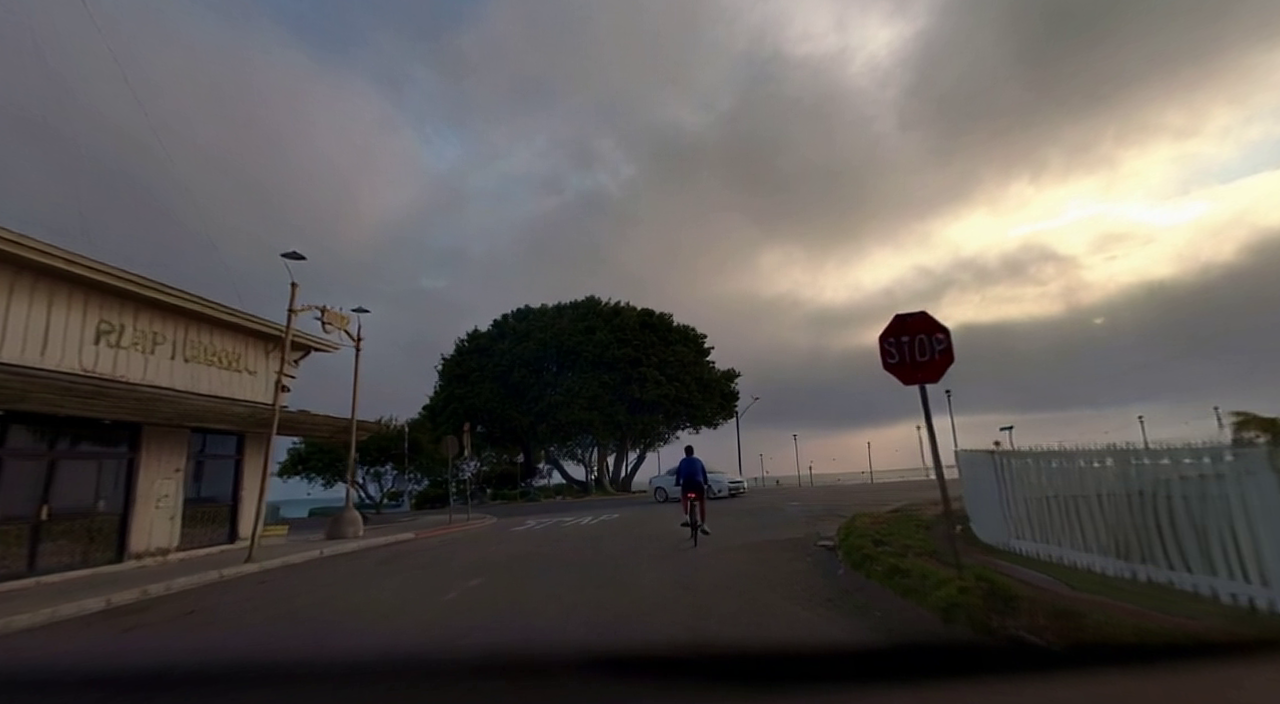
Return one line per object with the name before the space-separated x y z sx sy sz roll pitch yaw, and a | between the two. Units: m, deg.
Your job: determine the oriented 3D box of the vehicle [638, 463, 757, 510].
vehicle | 2.109 5.254 25.183 2.112 1.479 5.323 5 -10 -28
